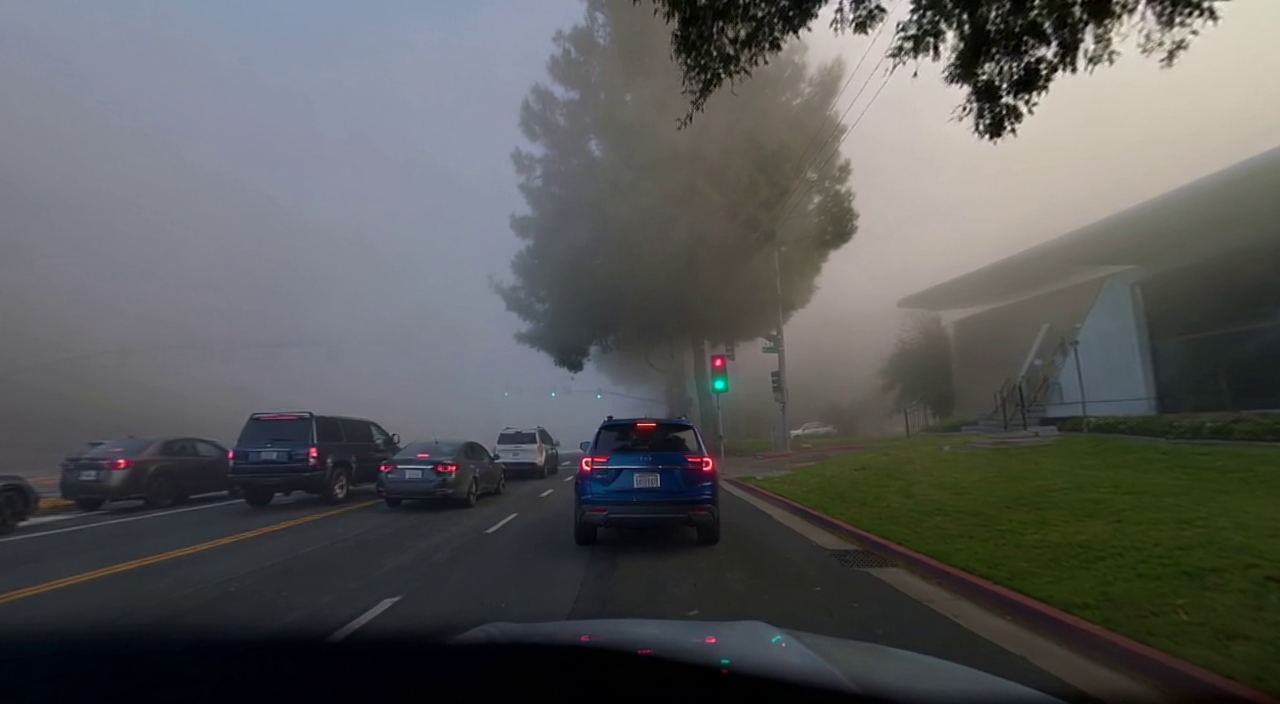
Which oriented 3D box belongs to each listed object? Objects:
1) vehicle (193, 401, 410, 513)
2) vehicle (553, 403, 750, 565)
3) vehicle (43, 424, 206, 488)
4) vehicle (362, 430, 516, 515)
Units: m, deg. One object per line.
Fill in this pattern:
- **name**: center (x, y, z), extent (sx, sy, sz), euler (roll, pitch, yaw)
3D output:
- **vehicle**: center (-7.386, 2.380, 14.652), extent (2.195, 2.093, 5.185), euler (0, -9, -1)
- **vehicle**: center (0.099, 1.709, 8.838), extent (2.055, 1.681, 4.270), euler (0, -9, -1)
- **vehicle**: center (-17.677, 3.598, 22.030), extent (2.136, 1.976, 4.342), euler (0, -9, -3)
- **vehicle**: center (-4.080, 2.514, 13.675), extent (1.942, 1.523, 4.212), euler (0, -9, 0)
